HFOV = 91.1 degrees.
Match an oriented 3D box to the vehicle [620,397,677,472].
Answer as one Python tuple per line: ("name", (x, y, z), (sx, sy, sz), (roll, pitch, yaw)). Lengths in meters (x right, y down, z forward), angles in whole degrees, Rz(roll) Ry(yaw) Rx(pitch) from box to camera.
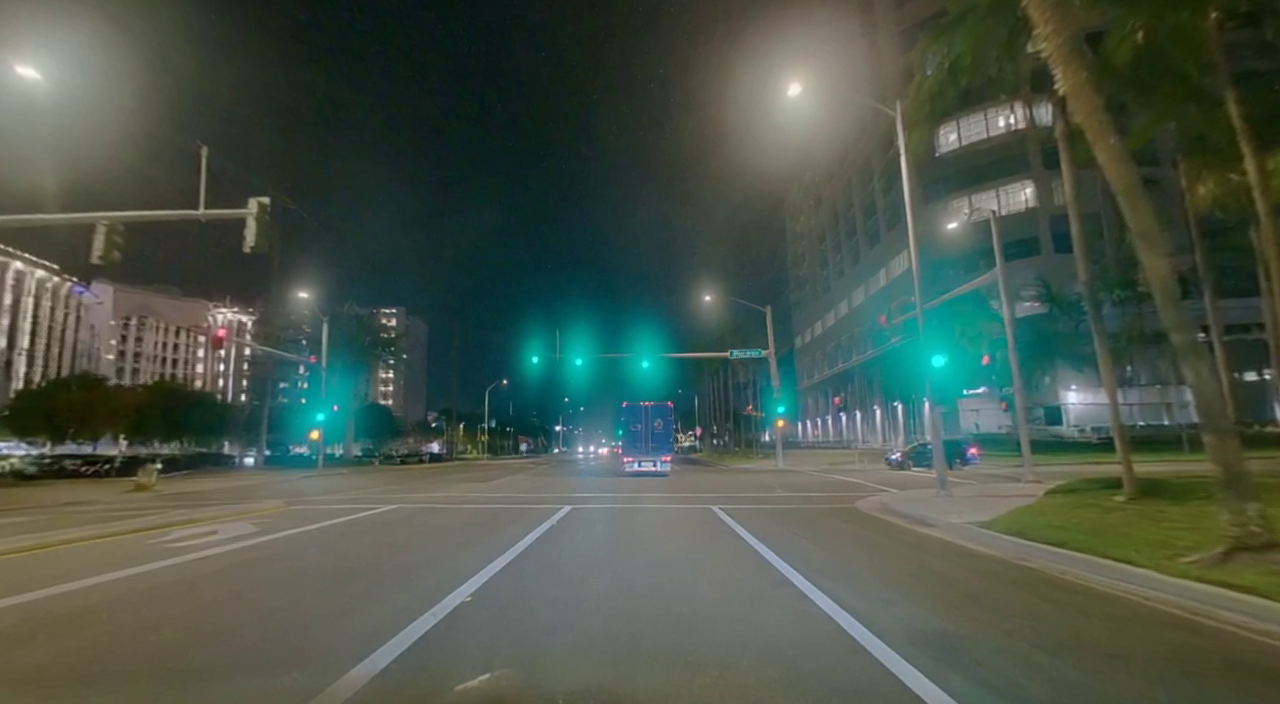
("vehicle", (0.274, 5.263, 39.119), (2.992, 3.949, 11.815), (0, -9, -2))

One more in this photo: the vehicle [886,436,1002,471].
("vehicle", (13.710, 4.608, 28.531), (4.270, 1.520, 1.931), (0, -9, 2))
